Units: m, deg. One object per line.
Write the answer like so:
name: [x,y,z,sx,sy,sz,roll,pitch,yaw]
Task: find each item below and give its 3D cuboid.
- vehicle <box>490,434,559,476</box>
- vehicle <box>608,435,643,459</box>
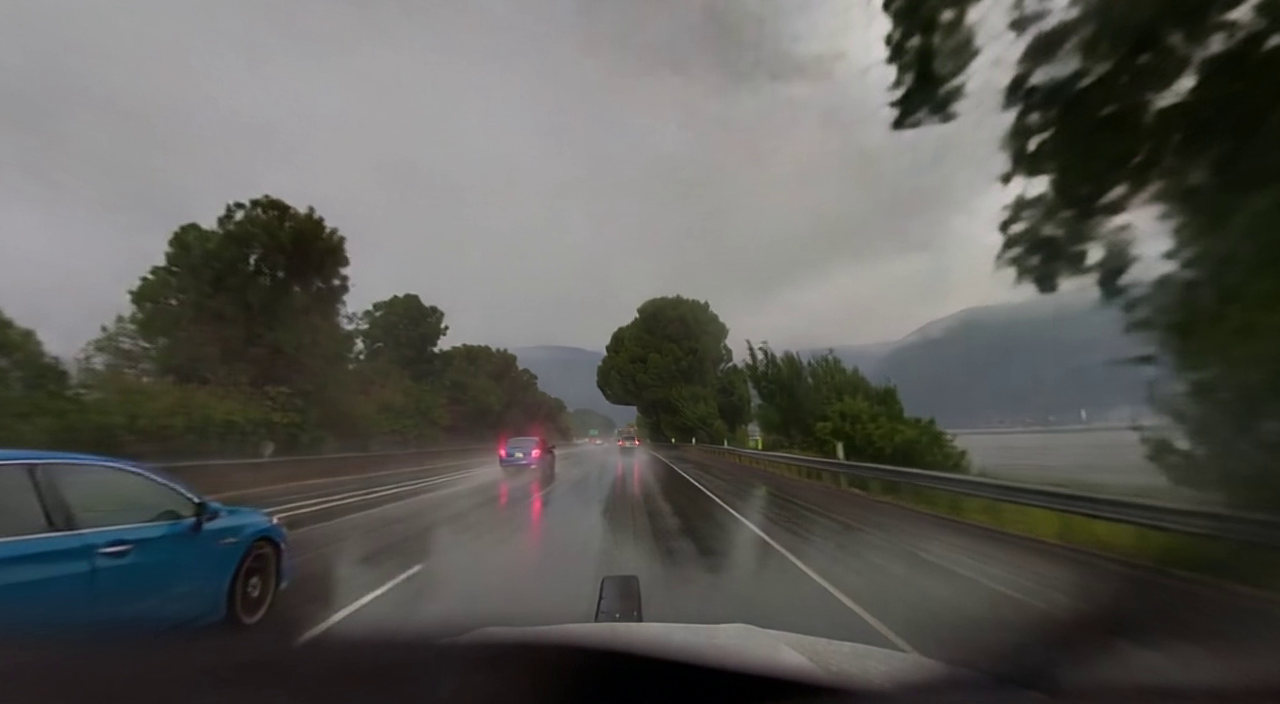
vehicle: [-4.298,3.894,24.121,1.907,1.445,4.049,0,-8,0]
vehicle: [-0.905,6.233,41.419,2.162,1.460,4.242,0,-8,0]
